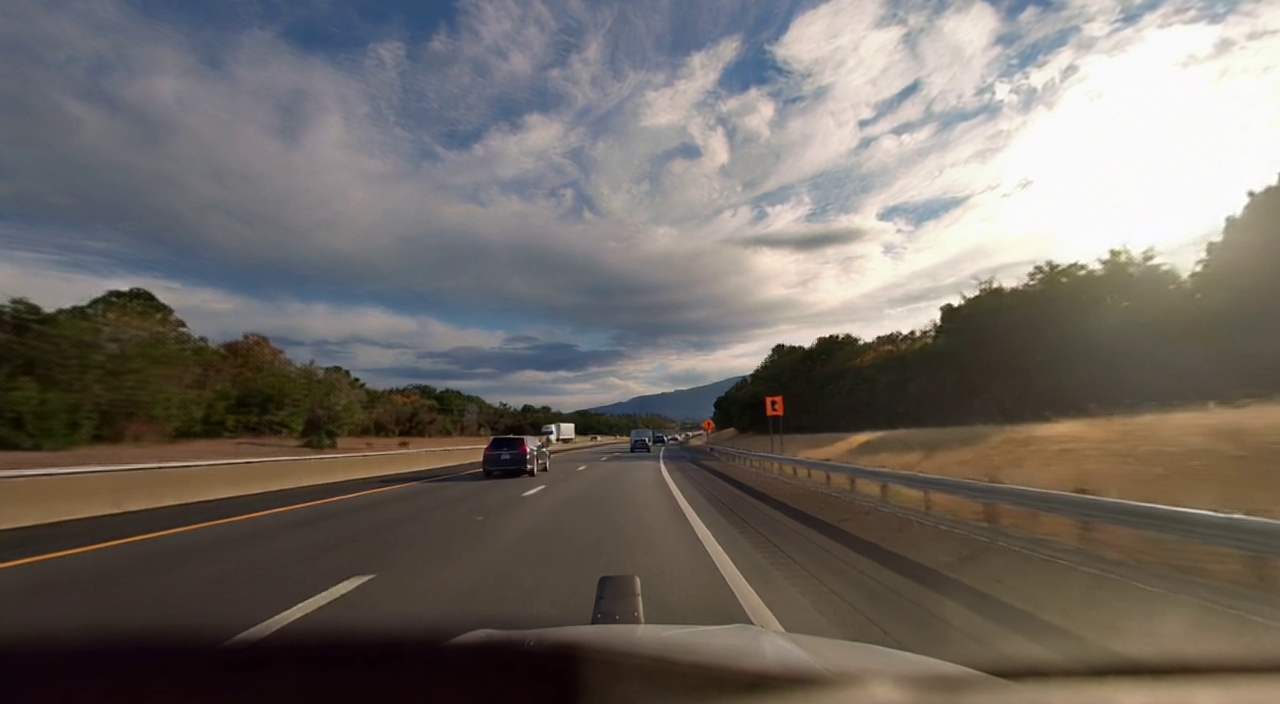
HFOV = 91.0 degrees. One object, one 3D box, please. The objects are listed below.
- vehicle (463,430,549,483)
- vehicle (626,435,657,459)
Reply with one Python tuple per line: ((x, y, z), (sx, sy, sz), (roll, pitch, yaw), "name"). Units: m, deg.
((-4.646, 3.695, 22.504), (2.075, 1.653, 4.317), (-1, -8, 1), "vehicle")
((0.073, 6.819, 45.268), (2.146, 1.636, 4.026), (0, -8, 0), "vehicle")
